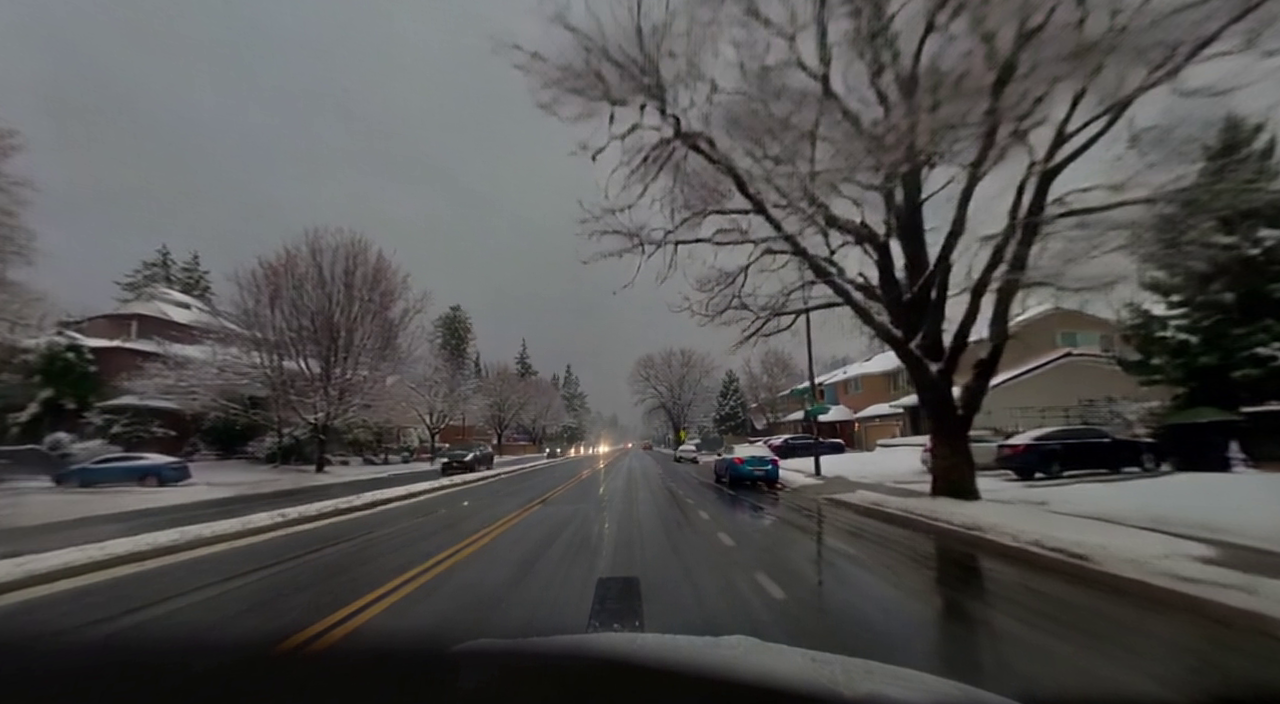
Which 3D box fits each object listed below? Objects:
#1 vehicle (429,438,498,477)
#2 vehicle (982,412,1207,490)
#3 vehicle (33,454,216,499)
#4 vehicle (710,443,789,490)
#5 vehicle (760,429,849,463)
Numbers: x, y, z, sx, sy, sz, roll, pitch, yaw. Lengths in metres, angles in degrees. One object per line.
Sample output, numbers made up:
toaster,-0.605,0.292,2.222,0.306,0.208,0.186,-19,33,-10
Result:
vehicle,-8.463,5.084,30.681,2.090,1.748,4.345,0,-8,0
vehicle,11.826,2.603,16.671,4.376,1.509,1.866,-5,-8,-1
vehicle,-18.725,4.524,23.156,4.880,1.500,1.965,0,-8,-2
vehicle,3.791,4.039,22.716,1.991,1.500,4.562,0,-8,-1
vehicle,10.493,6.074,40.545,4.964,1.739,2.184,-4,-10,-1
